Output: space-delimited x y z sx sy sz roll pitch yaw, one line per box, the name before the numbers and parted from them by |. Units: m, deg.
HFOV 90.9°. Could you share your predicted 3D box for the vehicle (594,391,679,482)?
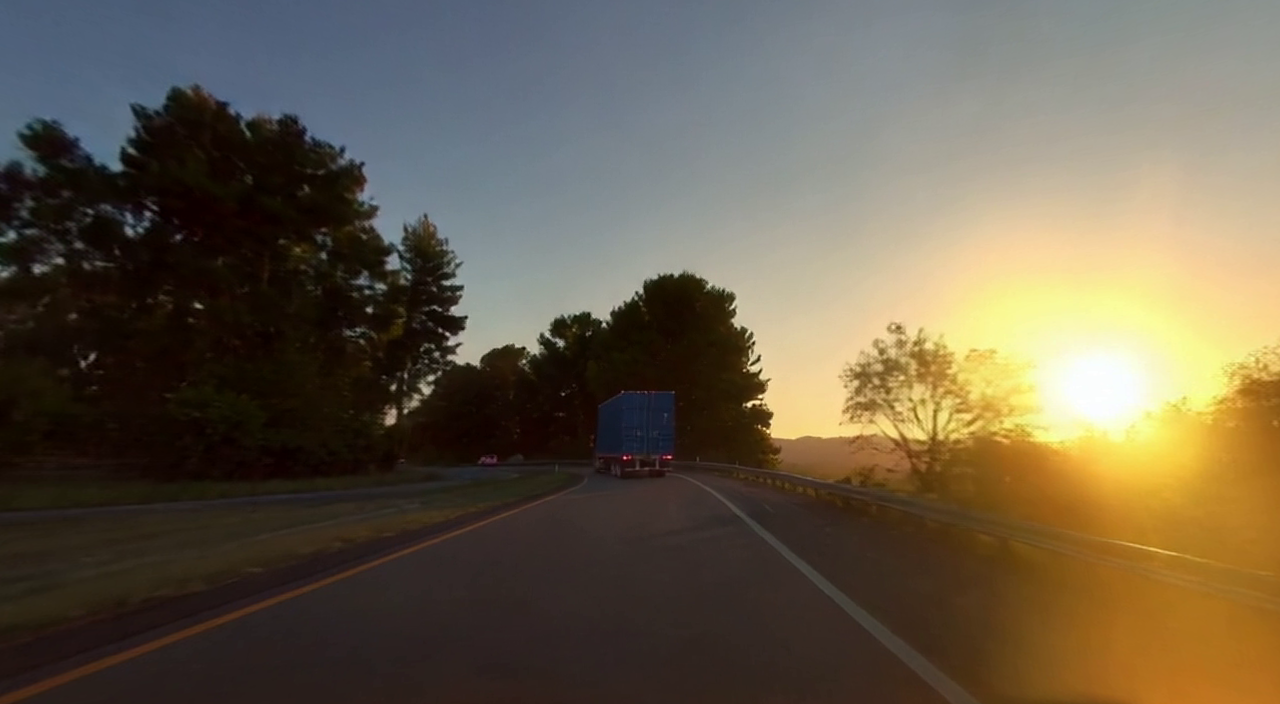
vehicle | -0.607 4.946 36.399 3.087 4.178 13.682 2 -8 -8
